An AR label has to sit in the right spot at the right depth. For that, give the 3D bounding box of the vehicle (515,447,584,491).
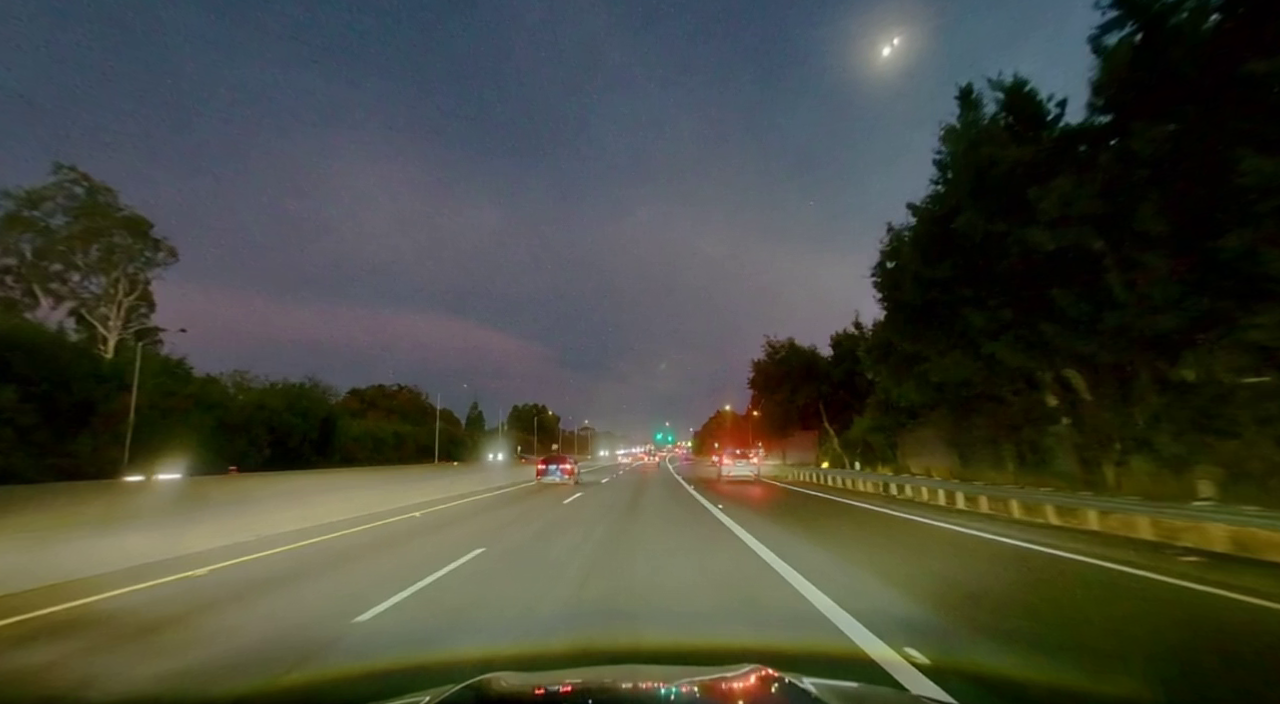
[{"bbox_3d":[-3.396,4.493,24.458,1.997,1.540,3.906,0,-9,2],"label":"vehicle"}]

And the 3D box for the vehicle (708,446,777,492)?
[{"bbox_3d":[3.745,4.363,23.861,2.020,1.548,4.715,0,-9,3],"label":"vehicle"}]

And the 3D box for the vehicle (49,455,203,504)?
[{"bbox_3d":[-17.110,4.228,21.276,1.805,1.456,3.983,0,-9,1],"label":"vehicle"}]
